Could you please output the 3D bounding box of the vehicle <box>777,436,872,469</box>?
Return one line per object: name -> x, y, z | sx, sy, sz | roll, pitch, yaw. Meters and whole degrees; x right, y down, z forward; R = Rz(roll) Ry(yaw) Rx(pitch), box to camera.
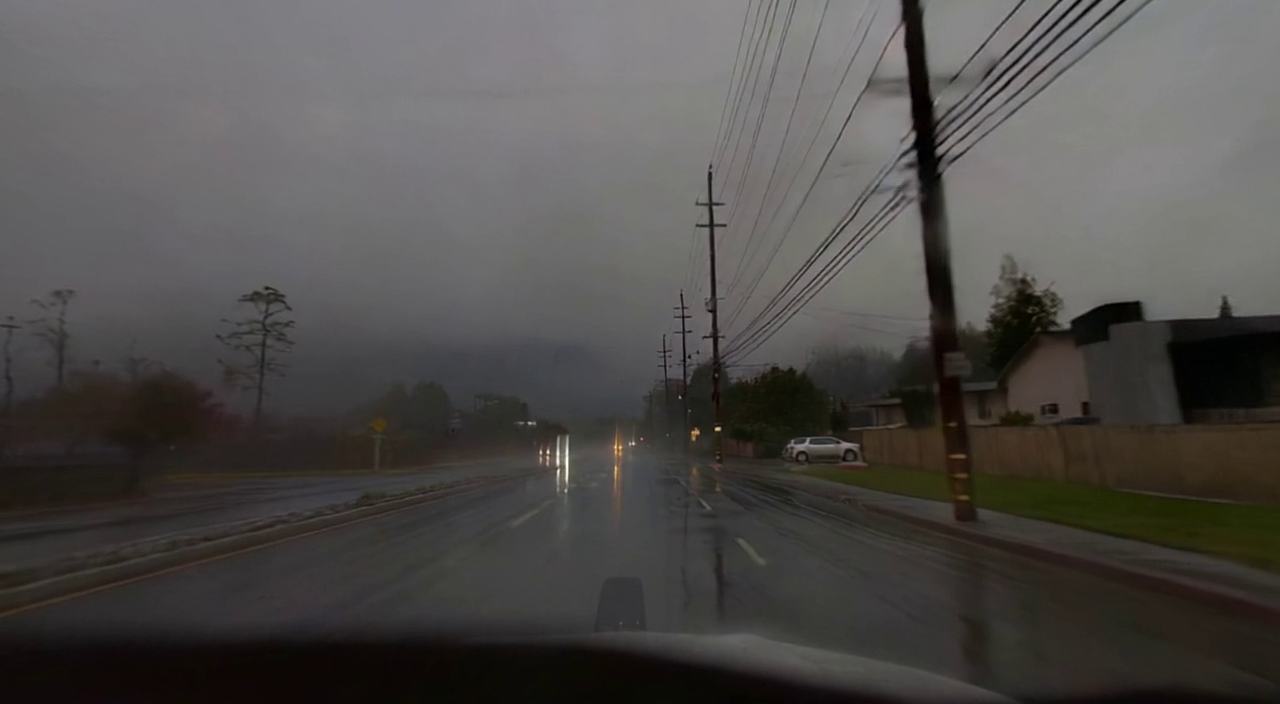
vehicle -> 9.778, 5.350, 33.695 | 4.387, 1.680, 1.958 | 1, -9, -4
